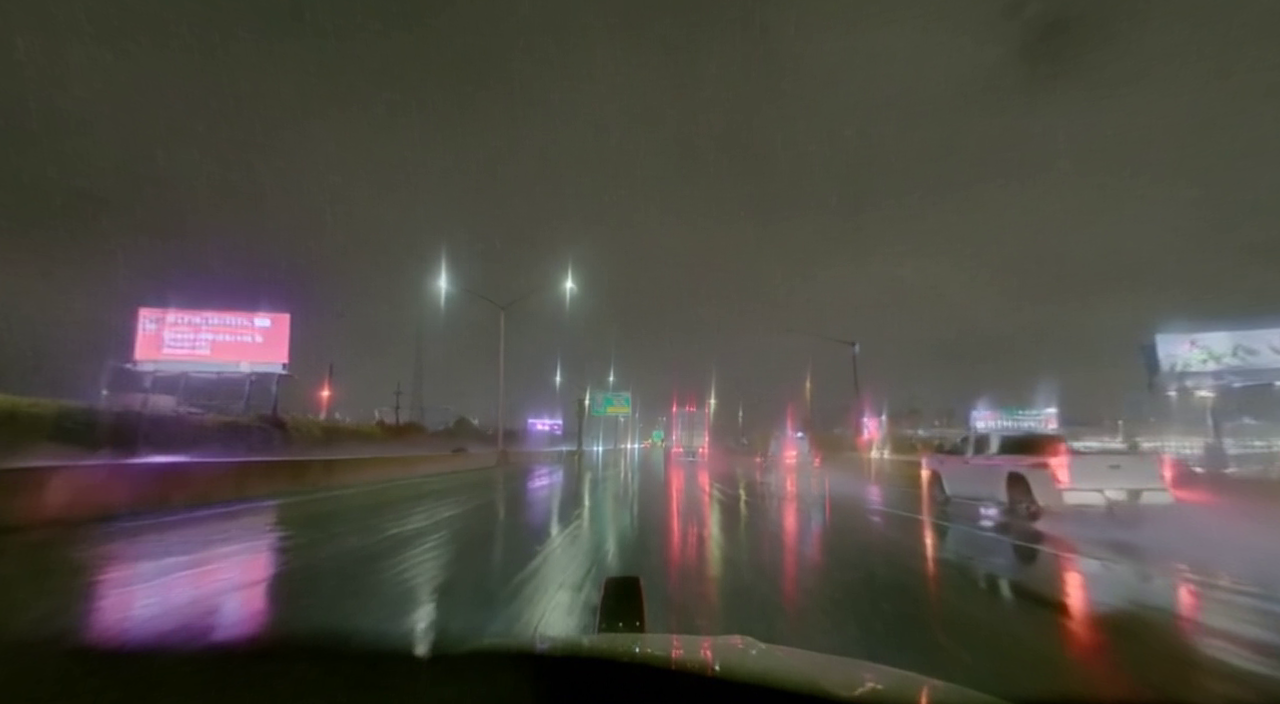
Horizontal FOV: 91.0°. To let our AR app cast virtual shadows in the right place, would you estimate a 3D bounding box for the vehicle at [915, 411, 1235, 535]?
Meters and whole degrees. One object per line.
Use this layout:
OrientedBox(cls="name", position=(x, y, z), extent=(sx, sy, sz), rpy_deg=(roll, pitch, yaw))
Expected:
OrientedBox(cls="vehicle", position=(8.062, 2.331, 12.663), extent=(2.544, 1.947, 5.288), rpy_deg=(0, -9, -1))
